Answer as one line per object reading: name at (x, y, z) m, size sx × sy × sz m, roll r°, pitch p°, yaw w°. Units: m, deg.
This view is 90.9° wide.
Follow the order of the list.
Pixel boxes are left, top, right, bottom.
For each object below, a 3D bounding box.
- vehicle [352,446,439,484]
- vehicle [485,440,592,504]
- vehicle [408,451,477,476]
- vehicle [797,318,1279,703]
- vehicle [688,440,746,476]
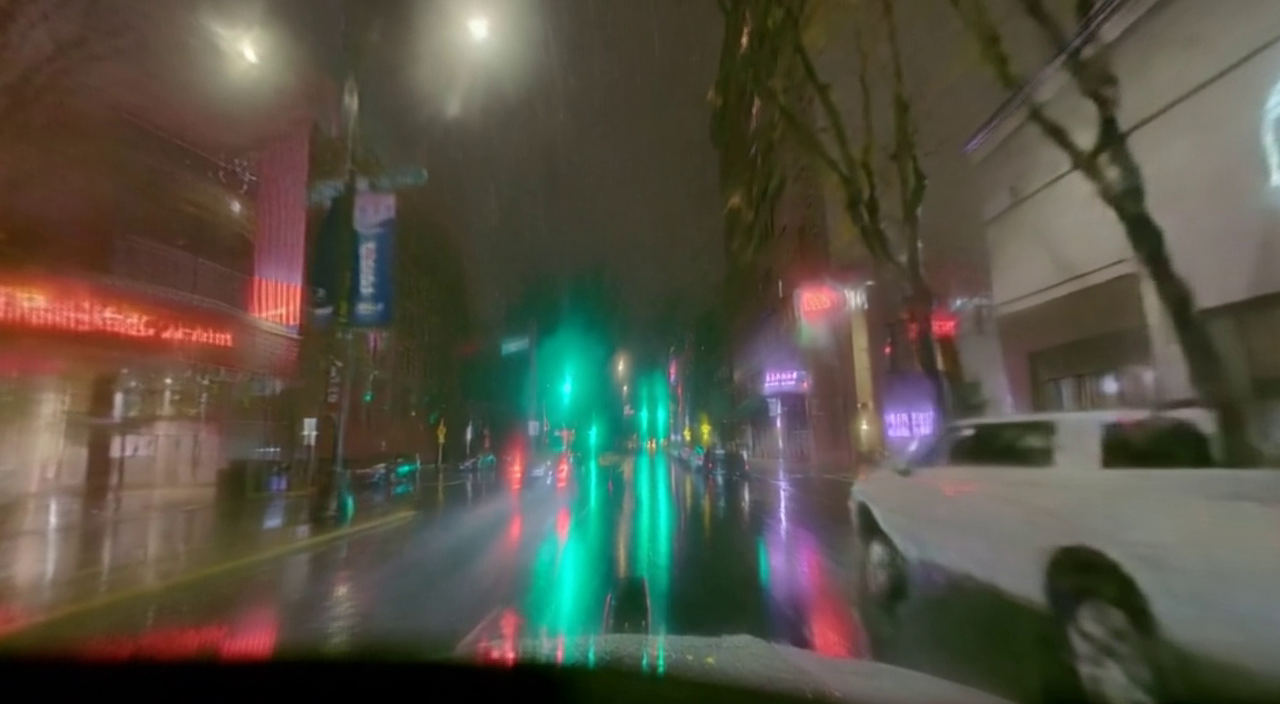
vehicle at (-12.310, 5.594, 31.611) m, size 4.737 × 1.741 × 2.092 m, roll -8°, pitch -11°, yaw 41°
vehicle at (-2.511, 3.091, 16.748) m, size 2.030 × 1.436 × 4.388 m, roll 0°, pitch -8°, yaw 1°
vehicle at (-12.345, 6.888, 39.206) m, size 4.305 × 1.463 × 2.020 m, roll -7°, pitch -11°, yaw 39°
vehicle at (3.132, 1.133, 5.062) m, size 2.286 × 1.777 × 5.366 m, roll 0°, pitch -8°, yaw -1°
vehicle at (3.376, 4.769, 28.589) m, size 1.950 × 1.462 × 4.807 m, roll 0°, pitch -8°, yaw -1°
